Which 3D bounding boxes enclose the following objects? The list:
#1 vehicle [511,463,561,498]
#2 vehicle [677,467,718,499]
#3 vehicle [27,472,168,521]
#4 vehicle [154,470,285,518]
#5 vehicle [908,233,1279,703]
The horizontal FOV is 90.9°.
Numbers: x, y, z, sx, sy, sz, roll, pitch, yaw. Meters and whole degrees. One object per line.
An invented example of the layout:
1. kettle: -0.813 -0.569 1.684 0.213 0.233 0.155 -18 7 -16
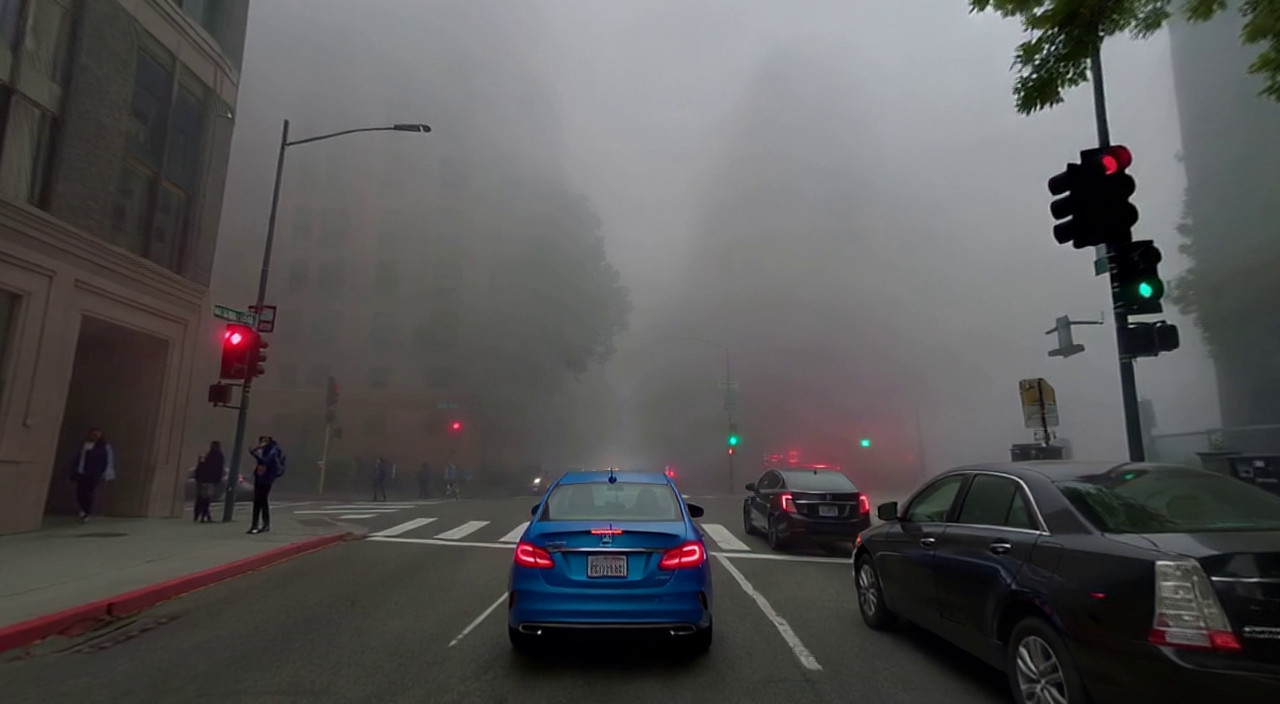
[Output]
1. vehicle: -6.352 7.878 39.010 2.226 1.896 4.438 -1 -9 1
2. vehicle: 3.470 8.018 38.859 1.908 1.741 4.066 0 -9 -3
3. vehicle: -25.476 6.773 29.740 4.588 2.048 2.110 0 -9 1
4. vehicle: -19.766 6.667 29.768 4.750 2.083 2.002 -1 -9 3
5. vehicle: 3.220 0.553 1.297 2.632 1.979 6.096 0 -9 0
